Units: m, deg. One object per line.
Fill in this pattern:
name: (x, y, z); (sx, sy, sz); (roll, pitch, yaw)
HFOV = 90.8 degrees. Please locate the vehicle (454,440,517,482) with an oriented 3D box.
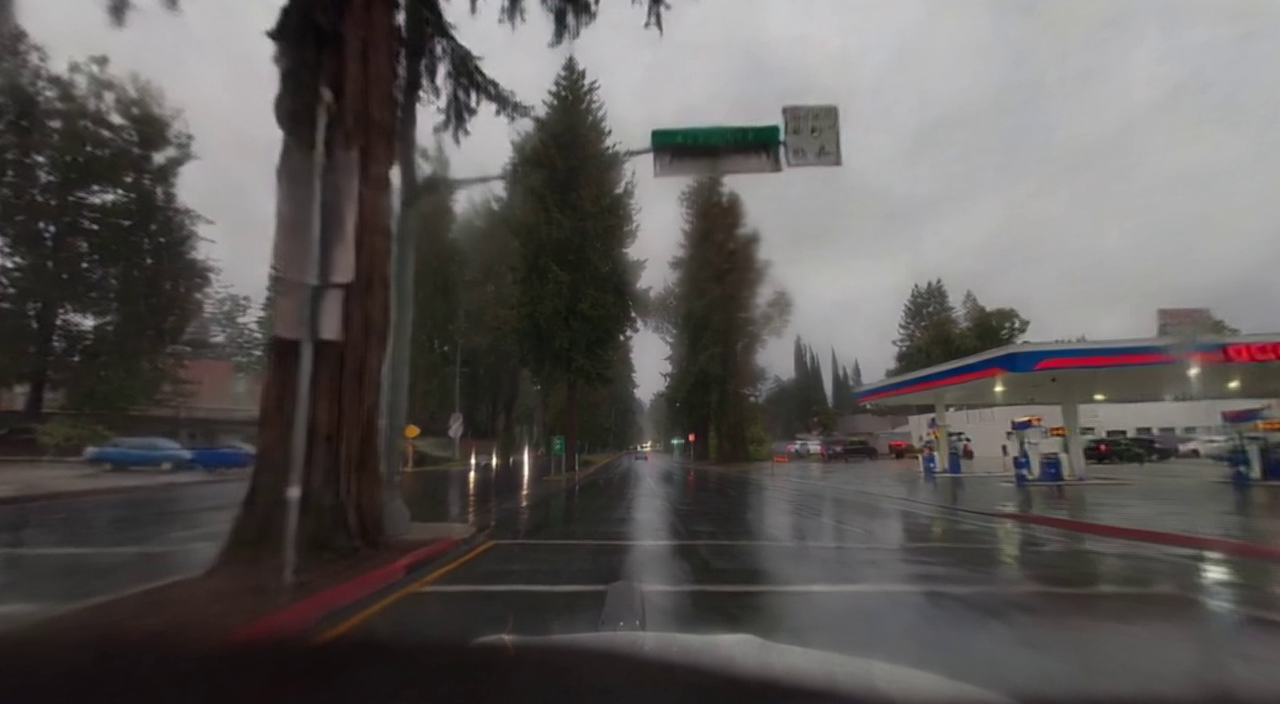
vehicle: (-7.052, 5.032, 29.341); (1.987, 1.747, 4.545); (0, -9, -3)

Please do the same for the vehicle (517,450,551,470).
vehicle: (-8.097, 8.265, 48.583); (1.982, 1.465, 4.376); (0, -9, -1)

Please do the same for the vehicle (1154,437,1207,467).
vehicle: (28.649, 5.279, 33.429); (1.815, 1.480, 4.406); (-8, -12, 42)

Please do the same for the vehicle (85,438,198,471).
vehicle: (-28.870, 5.953, 36.719); (4.938, 1.778, 1.954); (7, -12, -39)

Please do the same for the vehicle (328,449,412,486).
vehicle: (-11.746, 5.024, 27.827); (1.909, 1.469, 4.370); (0, -9, -2)

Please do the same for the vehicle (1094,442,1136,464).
vehicle: (34.704, 7.368, 46.085); (1.969, 1.482, 4.815); (-8, -11, 40)

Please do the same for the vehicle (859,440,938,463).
vehicle: (19.165, 7.383, 46.911); (4.868, 1.610, 2.223); (1, -9, -5)

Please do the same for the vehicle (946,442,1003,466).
vehicle: (21.494, 6.531, 40.509); (1.916, 1.434, 4.557); (-9, -13, 44)

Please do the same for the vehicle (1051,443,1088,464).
vehicle: (32.538, 7.668, 47.788); (1.894, 1.434, 4.308); (-7, -11, 38)

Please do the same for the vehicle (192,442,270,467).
vehicle: (-28.940, 7.281, 44.858); (4.390, 1.665, 1.934); (4, -10, -27)

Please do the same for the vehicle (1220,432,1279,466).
vehicle: (30.470, 4.829, 31.404); (2.103, 1.561, 4.355); (-8, -12, 40)
